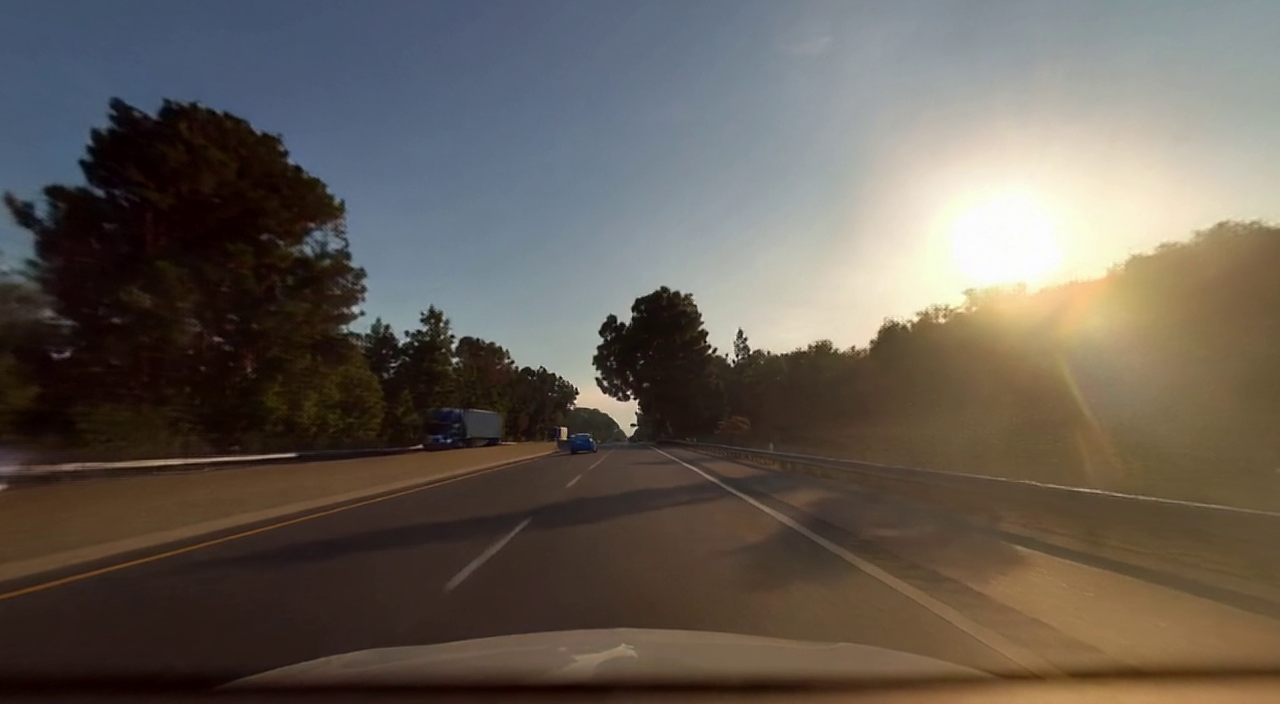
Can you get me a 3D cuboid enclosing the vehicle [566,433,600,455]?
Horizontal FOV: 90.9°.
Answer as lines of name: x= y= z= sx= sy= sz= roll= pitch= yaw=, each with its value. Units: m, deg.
vehicle: x=-3.856 y=6.308 z=43.293 sx=2.085 sy=1.479 sz=3.846 roll=0 pitch=-8 yaw=-1
